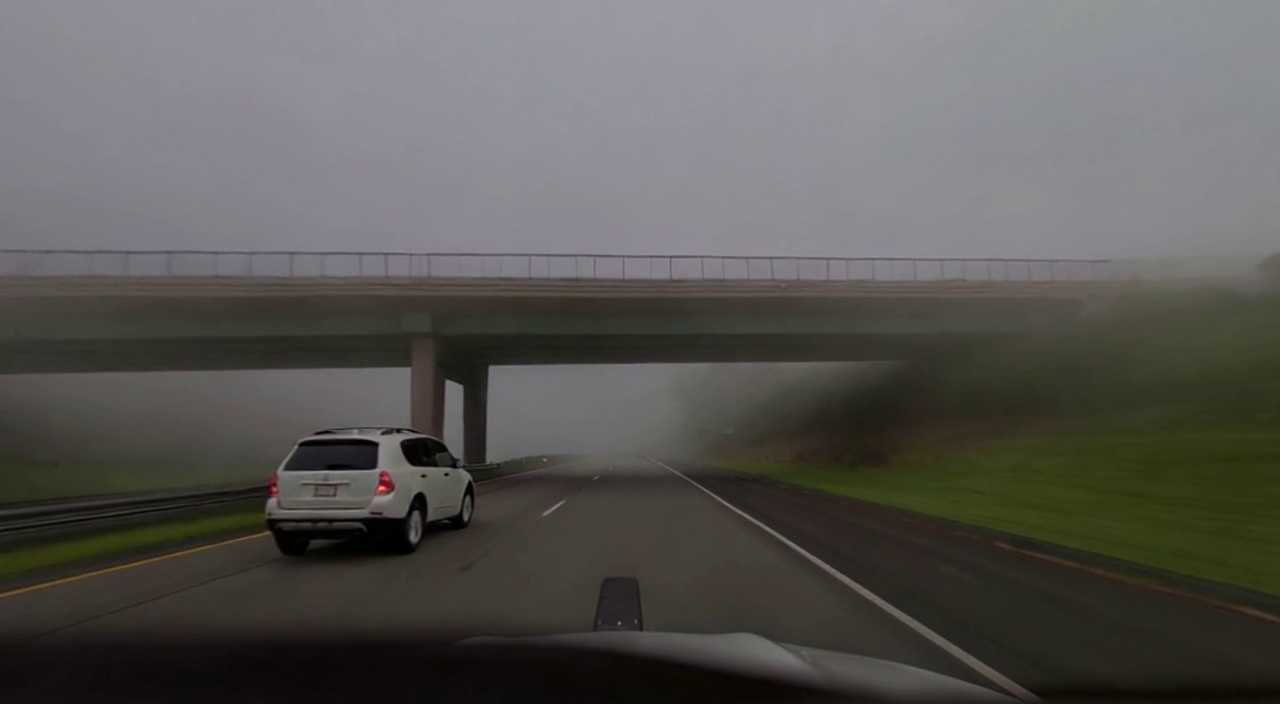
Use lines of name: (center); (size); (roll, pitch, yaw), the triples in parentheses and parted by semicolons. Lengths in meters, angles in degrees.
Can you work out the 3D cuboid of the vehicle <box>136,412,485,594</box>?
vehicle: (-3.591, 1.730, 8.036); (2.082, 1.668, 4.274); (0, -9, 1)
